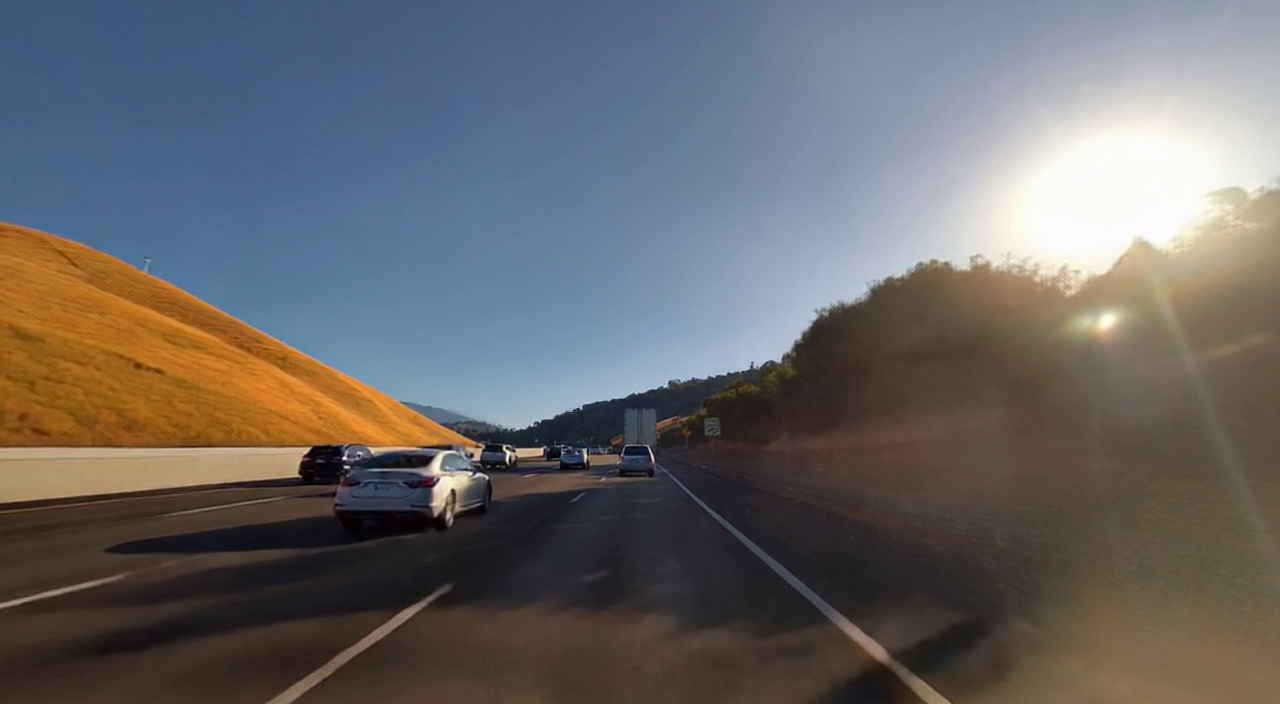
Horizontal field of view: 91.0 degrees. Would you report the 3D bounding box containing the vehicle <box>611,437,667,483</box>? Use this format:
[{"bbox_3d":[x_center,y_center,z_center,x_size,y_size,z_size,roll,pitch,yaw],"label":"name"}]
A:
[{"bbox_3d":[-0.046,4.713,27.809,2.281,1.795,4.297,1,-8,0],"label":"vehicle"}]

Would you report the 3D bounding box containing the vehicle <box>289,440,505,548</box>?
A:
[{"bbox_3d":[-3.911,2.332,11.167,1.943,1.468,4.547,1,-8,1],"label":"vehicle"}]

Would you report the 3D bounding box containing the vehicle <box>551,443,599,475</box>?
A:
[{"bbox_3d":[-3.596,6.031,35.696,2.155,1.661,4.477,1,-8,1],"label":"vehicle"}]
